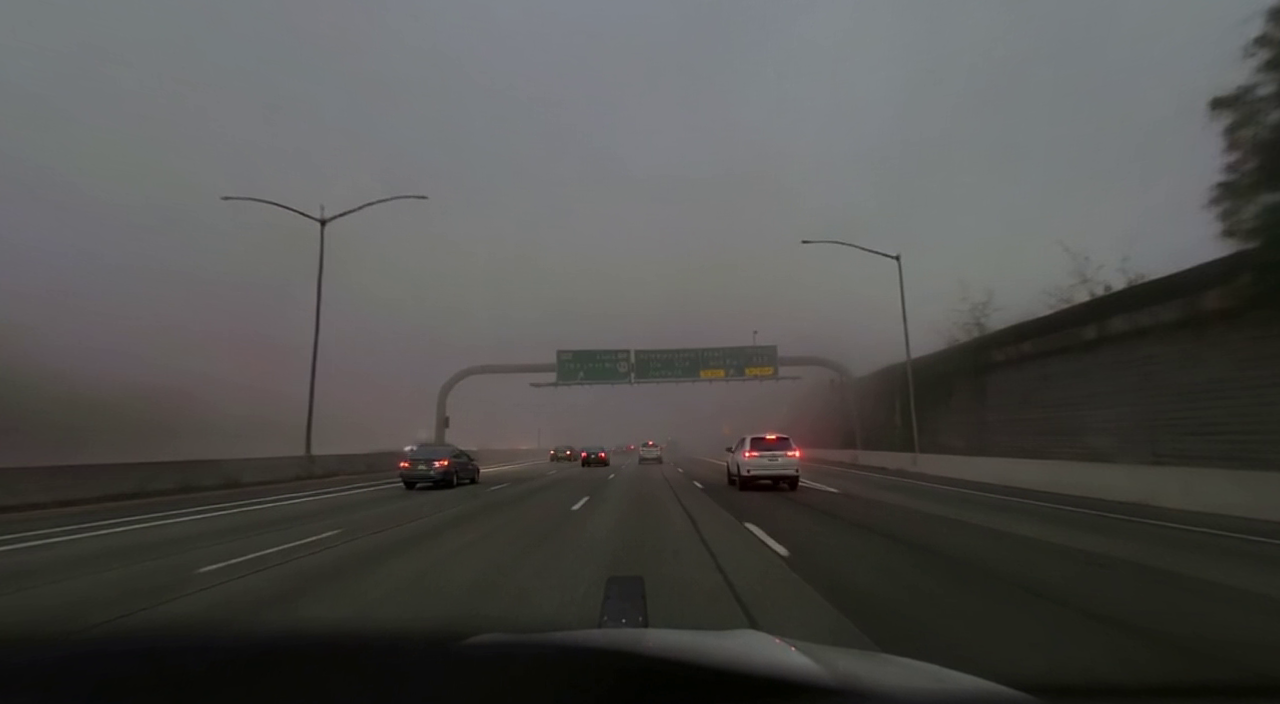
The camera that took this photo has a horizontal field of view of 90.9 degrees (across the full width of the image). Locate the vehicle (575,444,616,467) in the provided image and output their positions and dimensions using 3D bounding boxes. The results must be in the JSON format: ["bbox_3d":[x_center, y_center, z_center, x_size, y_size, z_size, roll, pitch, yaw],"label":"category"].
[{"bbox_3d":[-2.834,6.707,41.128,2.205,1.406,4.286,0,-8,2],"label":"vehicle"}]

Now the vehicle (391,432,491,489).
[{"bbox_3d":[-6.525,3.588,21.169,1.946,1.688,4.019,0,-8,1],"label":"vehicle"}]

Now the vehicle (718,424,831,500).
[{"bbox_3d":[3.569,3.016,17.737,2.083,1.823,4.627,0,-8,-1],"label":"vehicle"}]

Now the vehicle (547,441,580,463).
[{"bbox_3d":[-5.917,7.772,49.036,1.992,1.604,3.966,0,-8,1],"label":"vehicle"}]

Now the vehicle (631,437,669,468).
[{"bbox_3d":[0.625,6.022,38.062,2.133,1.739,3.925,0,-8,1],"label":"vehicle"}]
